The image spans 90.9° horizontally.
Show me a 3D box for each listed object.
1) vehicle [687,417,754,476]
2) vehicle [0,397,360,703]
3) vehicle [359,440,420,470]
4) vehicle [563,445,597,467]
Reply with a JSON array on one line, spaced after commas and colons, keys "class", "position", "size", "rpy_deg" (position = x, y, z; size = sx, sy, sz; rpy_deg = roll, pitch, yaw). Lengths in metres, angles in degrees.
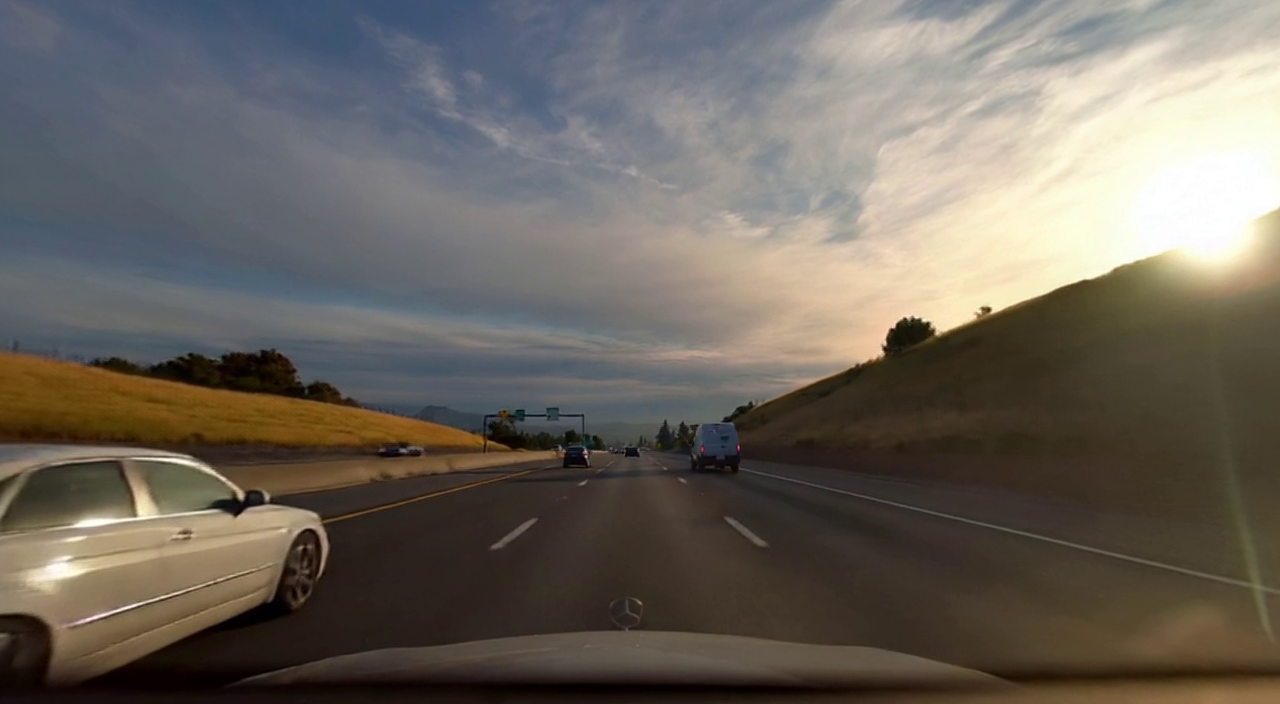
[{"class": "vehicle", "position": [3.836, 4.702, 31.248], "size": [2.361, 2.636, 5.684], "rpy_deg": [0, -9, -1]}, {"class": "vehicle", "position": [-3.394, 1.035, 2.983], "size": [1.939, 1.513, 4.773], "rpy_deg": [0, -9, 0]}, {"class": "vehicle", "position": [-15.459, 6.396, 39.133], "size": [1.931, 1.721, 4.375], "rpy_deg": [0, -9, 0]}, {"class": "vehicle", "position": [-4.342, 7.621, 46.131], "size": [2.054, 1.529, 4.368], "rpy_deg": [0, -9, 0]}]
